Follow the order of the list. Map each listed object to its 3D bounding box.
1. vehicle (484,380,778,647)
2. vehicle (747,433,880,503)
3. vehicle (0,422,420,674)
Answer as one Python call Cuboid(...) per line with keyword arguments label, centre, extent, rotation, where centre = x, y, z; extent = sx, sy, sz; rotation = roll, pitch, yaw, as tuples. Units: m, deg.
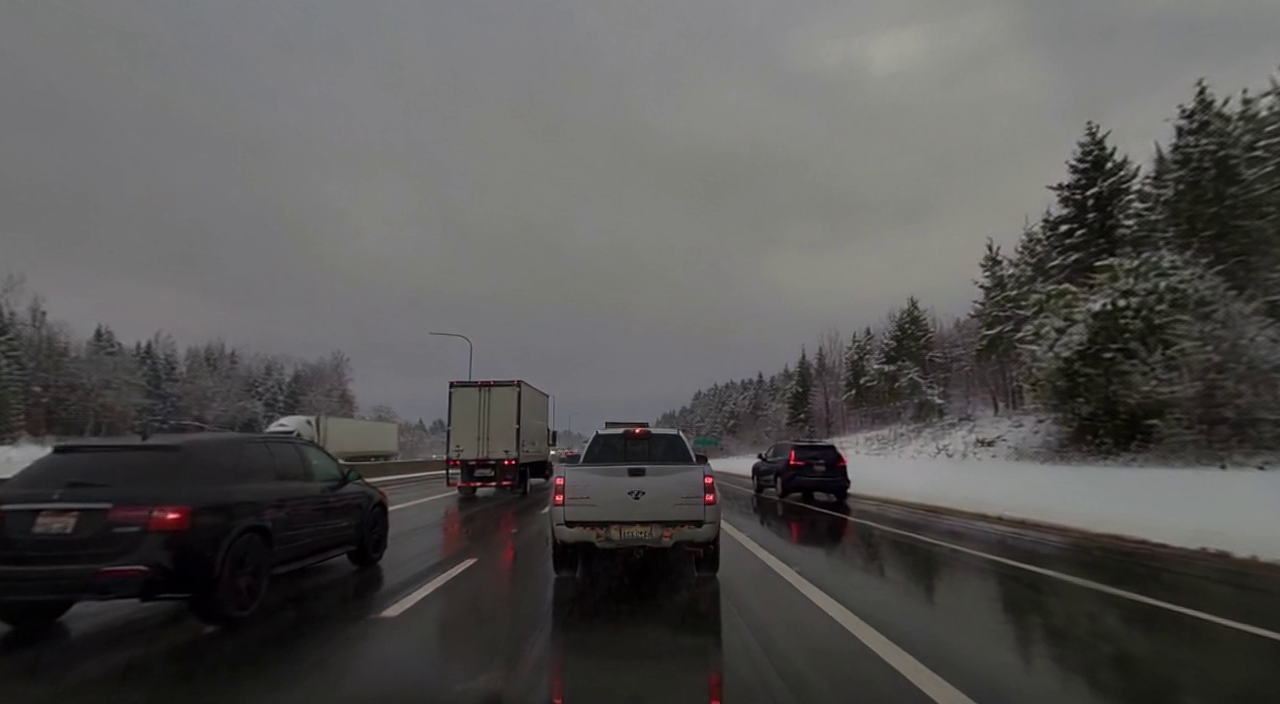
Cuboid(label="vehicle", centre=(-0.092, 1.359, 6.086), extent=(1.995, 1.798, 3.380), rotation=(0, -9, -1))
Cuboid(label="vehicle", centre=(4.943, 3.394, 18.905), extent=(2.182, 1.781, 4.875), rotation=(0, -9, -5))
Cuboid(label="vehicle", centre=(-3.928, 1.532, 6.078), extent=(1.986, 1.501, 4.407), rotation=(-1, -9, 1))
